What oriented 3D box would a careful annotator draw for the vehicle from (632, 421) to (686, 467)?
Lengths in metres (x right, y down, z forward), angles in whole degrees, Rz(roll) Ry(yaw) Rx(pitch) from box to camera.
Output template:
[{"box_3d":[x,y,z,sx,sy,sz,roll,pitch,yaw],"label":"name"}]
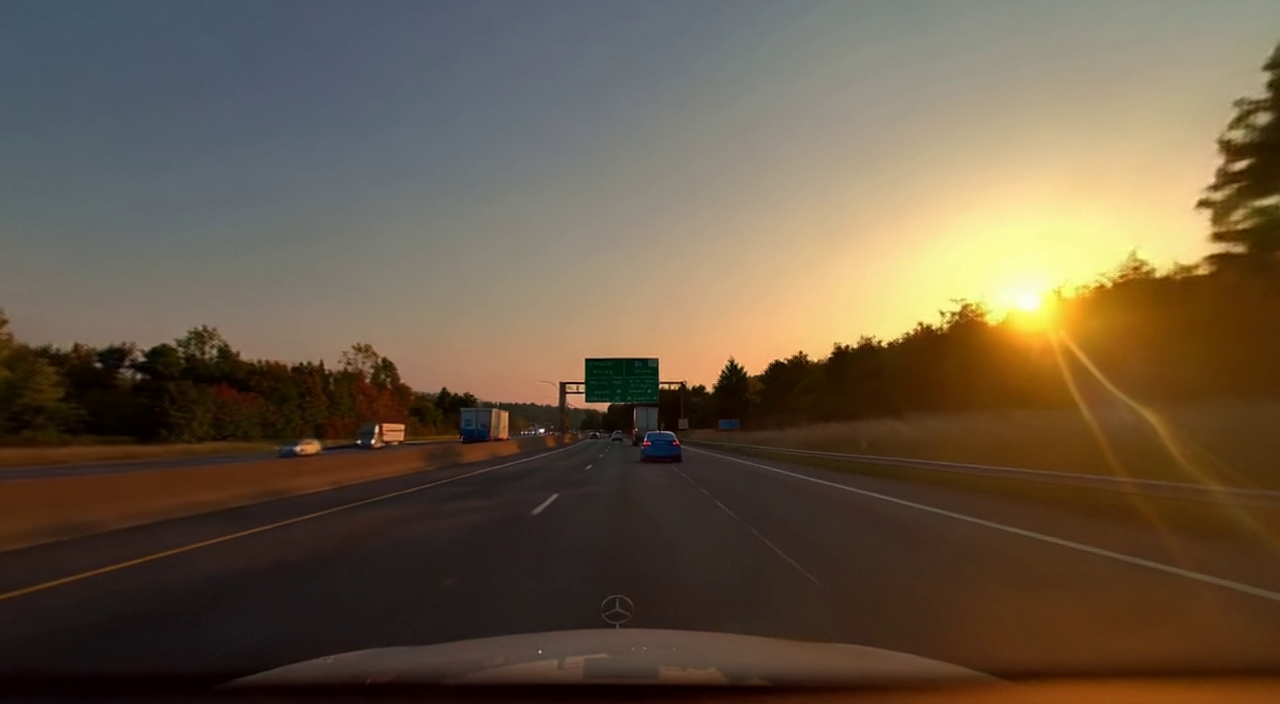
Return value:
[{"box_3d":[0.770,4.122,28.432,2.076,1.914,4.287,0,-8,-3],"label":"vehicle"}]
